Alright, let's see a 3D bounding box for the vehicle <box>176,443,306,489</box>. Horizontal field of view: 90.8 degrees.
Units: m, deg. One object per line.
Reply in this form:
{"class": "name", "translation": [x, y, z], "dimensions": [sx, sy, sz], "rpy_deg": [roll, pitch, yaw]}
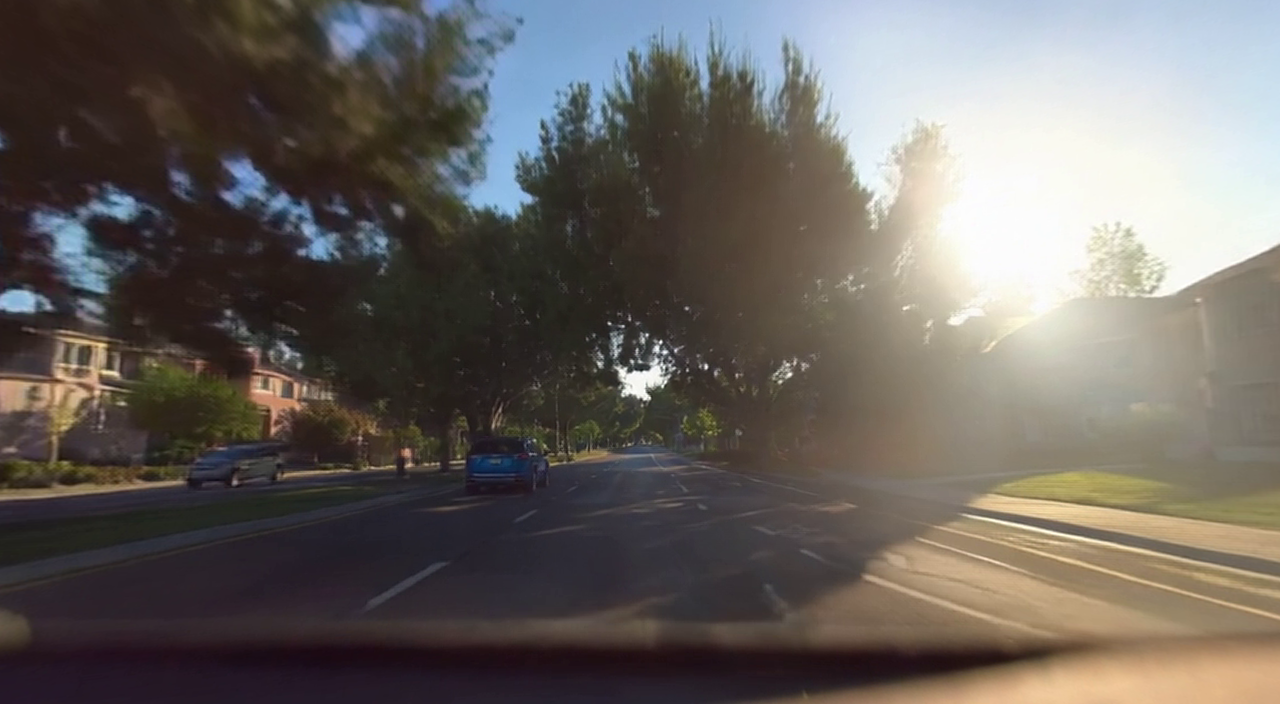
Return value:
{"class": "vehicle", "translation": [-16.676, 4.752, 26.804], "dimensions": [2.202, 1.724, 4.934], "rpy_deg": [-1, -8, 1]}

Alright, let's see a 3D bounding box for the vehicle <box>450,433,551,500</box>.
{"class": "vehicle", "translation": [-3.971, 3.329, 18.818], "dimensions": [1.993, 1.733, 4.262], "rpy_deg": [-1, -8, 1]}
